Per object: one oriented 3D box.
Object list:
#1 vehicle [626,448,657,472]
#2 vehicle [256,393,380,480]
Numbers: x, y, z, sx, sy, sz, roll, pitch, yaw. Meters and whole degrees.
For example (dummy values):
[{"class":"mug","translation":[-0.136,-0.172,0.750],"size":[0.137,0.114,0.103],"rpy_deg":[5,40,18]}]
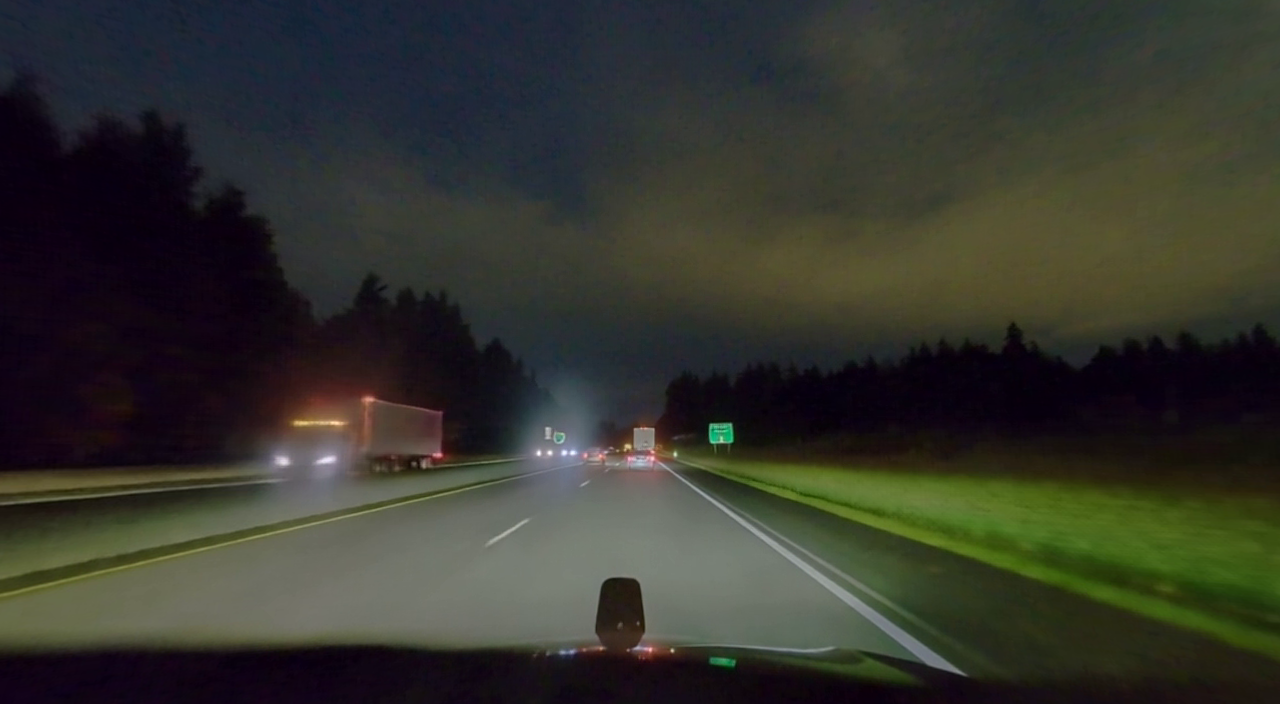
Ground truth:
[{"class":"vehicle","translation":[0.085,6.731,39.483],"size":[1.853,1.436,3.438],"rpy_deg":[0,-9,0]},{"class":"vehicle","translation":[-15.860,4.294,31.678],"size":[2.967,3.966,5.856],"rpy_deg":[0,-9,0]}]
